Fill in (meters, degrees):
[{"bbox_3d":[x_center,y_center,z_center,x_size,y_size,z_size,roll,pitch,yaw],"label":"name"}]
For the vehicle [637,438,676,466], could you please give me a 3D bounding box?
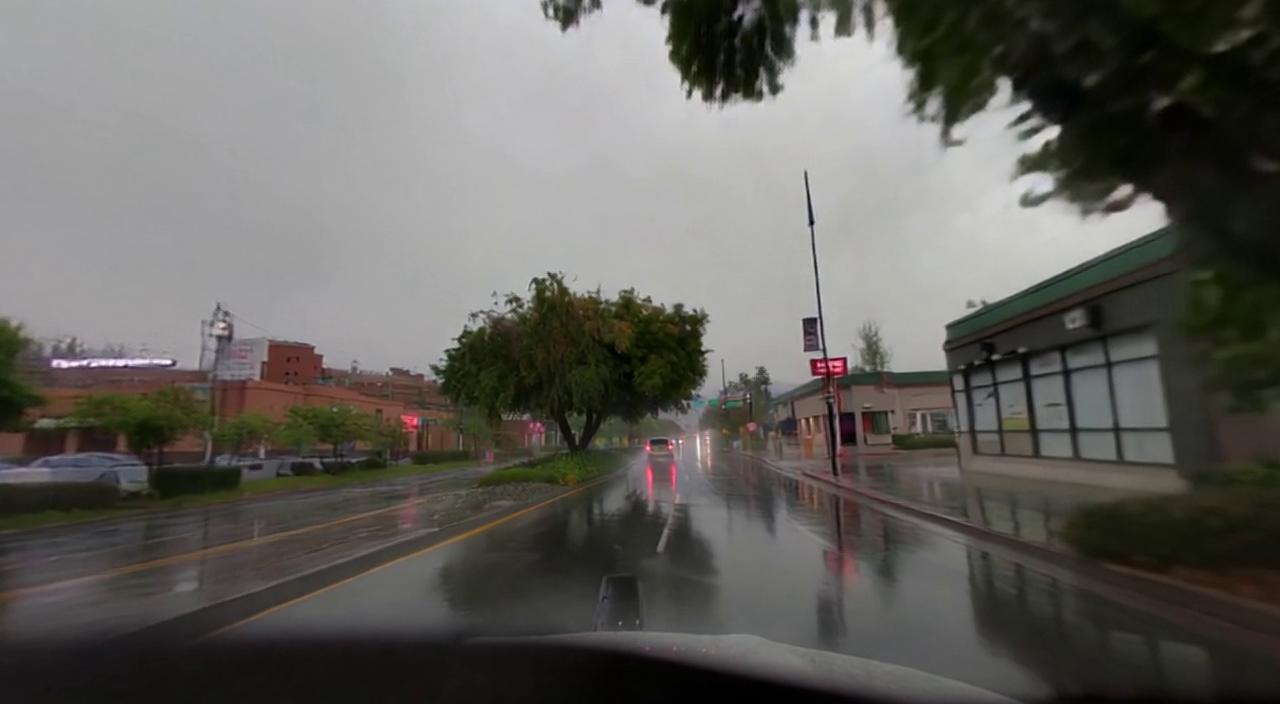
[{"bbox_3d":[1.142,6.424,40.647,2.235,1.719,4.292,0,-8,5],"label":"vehicle"}]
